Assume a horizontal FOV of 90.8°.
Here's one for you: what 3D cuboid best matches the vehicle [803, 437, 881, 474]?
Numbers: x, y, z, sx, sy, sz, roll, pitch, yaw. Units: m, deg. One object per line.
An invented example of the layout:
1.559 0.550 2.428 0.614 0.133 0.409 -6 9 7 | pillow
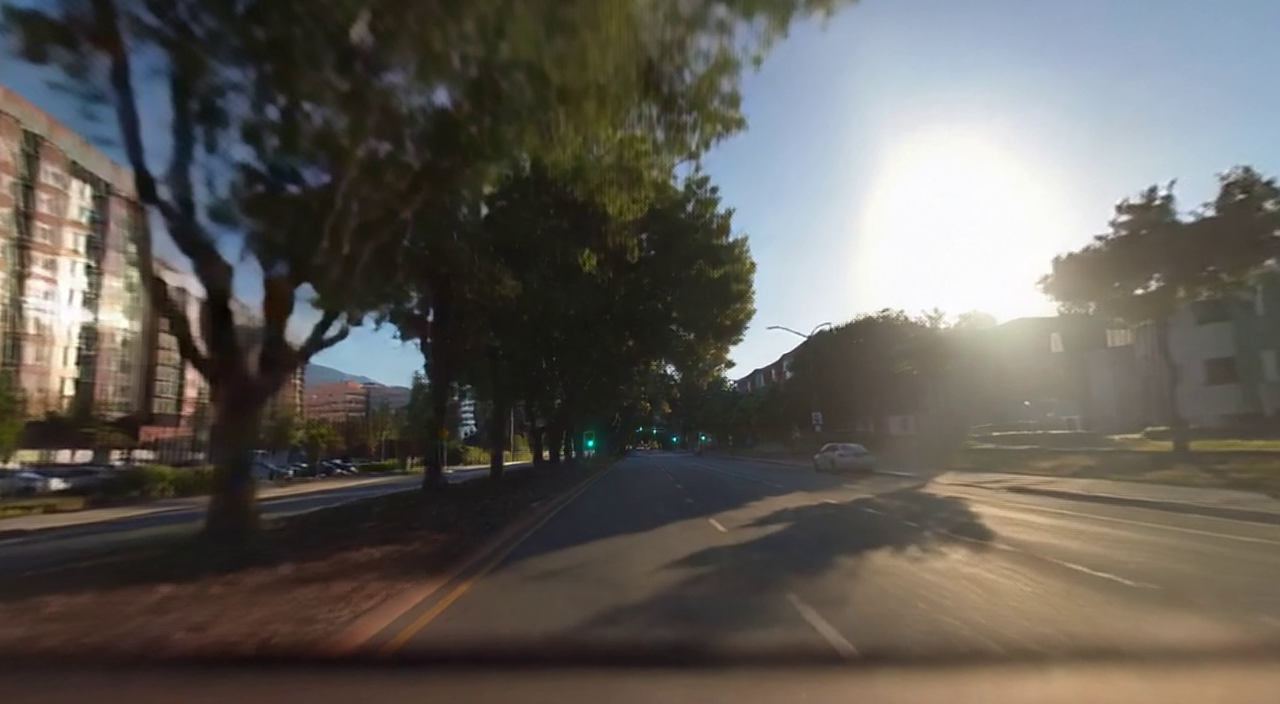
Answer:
9.971 5.157 31.696 2.051 1.726 4.898 0 -9 -3 | vehicle
